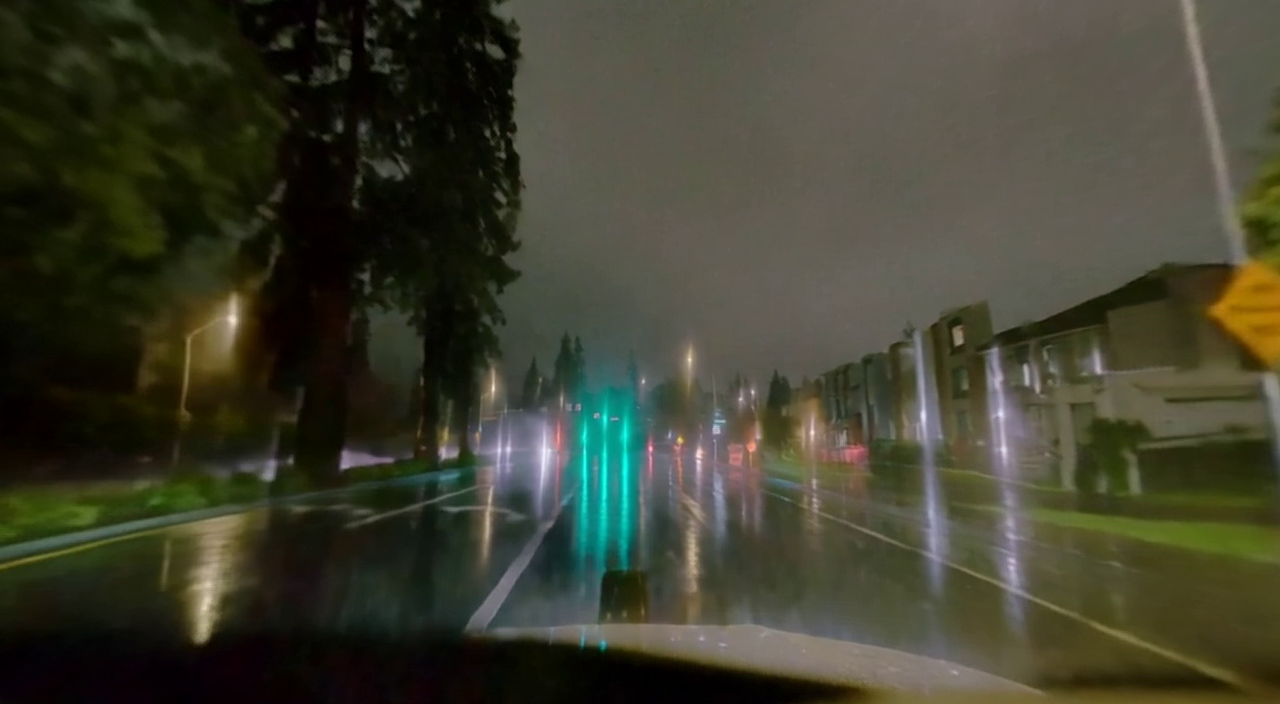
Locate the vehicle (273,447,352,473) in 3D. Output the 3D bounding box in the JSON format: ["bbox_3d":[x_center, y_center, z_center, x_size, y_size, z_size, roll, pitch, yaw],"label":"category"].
[{"bbox_3d":[-19.813,6.533,38.420,2.042,1.484,4.950,0,-8,2],"label":"vehicle"}]
